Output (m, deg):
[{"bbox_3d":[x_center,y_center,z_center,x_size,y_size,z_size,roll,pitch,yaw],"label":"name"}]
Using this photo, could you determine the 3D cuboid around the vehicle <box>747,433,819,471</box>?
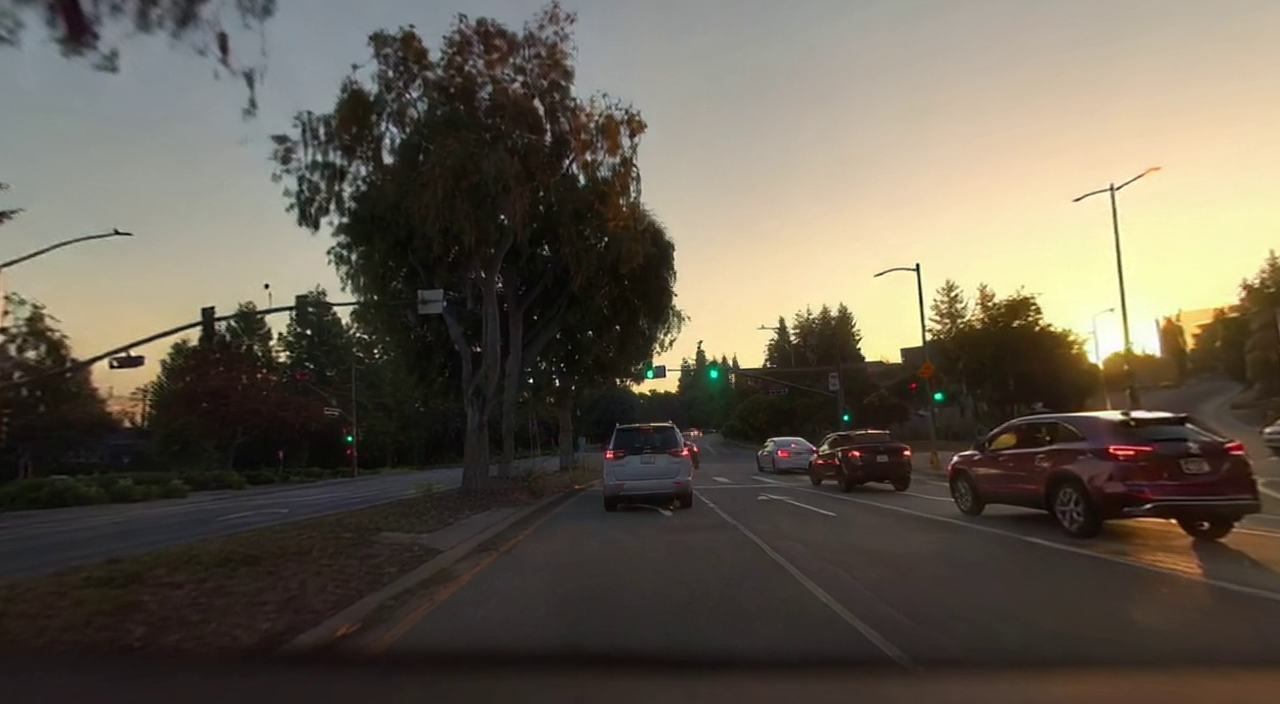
[{"bbox_3d":[7.155,5.075,32.298,2.440,1.775,4.791,0,-9,-2],"label":"vehicle"}]

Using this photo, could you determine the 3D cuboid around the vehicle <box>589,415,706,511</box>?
[{"bbox_3d":[0.113,2.535,14.788,2.353,1.894,4.122,0,-9,-1],"label":"vehicle"}]

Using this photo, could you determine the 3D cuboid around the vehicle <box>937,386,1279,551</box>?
[{"bbox_3d":[7.120,1.734,9.966,2.251,1.873,5.346,0,-9,0],"label":"vehicle"}]

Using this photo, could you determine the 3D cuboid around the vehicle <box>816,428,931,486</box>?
[{"bbox_3d":[7.283,3.331,20.225,2.025,1.642,4.189,0,-9,0],"label":"vehicle"}]
